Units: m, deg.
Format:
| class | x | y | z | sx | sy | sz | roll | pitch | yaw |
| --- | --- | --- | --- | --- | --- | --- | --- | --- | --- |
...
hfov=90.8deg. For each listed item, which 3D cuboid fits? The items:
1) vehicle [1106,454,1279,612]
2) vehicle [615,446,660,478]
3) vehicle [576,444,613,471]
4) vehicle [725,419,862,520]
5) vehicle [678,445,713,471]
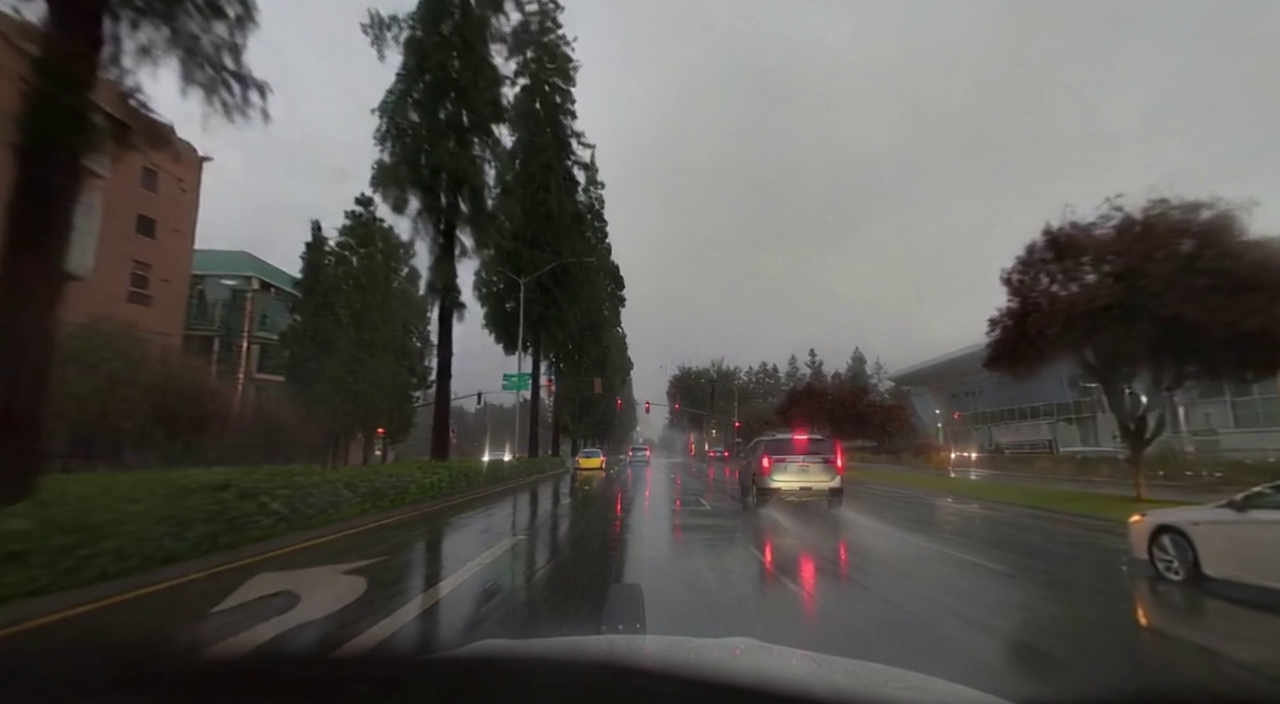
| class | x | y | z | sx | sy | sz | roll | pitch | yaw |
| --- | --- | --- | --- | --- | --- | --- | --- | --- | --- |
| vehicle | 6.973 | 1.743 | 5.871 | 2.003 | 1.428 | 4.330 | 3 | -9 | 0 |
| vehicle | -0.109 | 5.409 | 31.290 | 2.119 | 1.460 | 3.847 | 0 | -9 | 0 |
| vehicle | -2.897 | 6.824 | 41.000 | 1.962 | 1.632 | 3.979 | 0 | -9 | 1 |
| vehicle | 3.272 | 2.613 | 14.492 | 2.035 | 1.940 | 4.299 | 0 | -9 | 0 |
| vehicle | 3.791 | 7.294 | 43.798 | 1.922 | 1.708 | 4.126 | 0 | -9 | -1 |
